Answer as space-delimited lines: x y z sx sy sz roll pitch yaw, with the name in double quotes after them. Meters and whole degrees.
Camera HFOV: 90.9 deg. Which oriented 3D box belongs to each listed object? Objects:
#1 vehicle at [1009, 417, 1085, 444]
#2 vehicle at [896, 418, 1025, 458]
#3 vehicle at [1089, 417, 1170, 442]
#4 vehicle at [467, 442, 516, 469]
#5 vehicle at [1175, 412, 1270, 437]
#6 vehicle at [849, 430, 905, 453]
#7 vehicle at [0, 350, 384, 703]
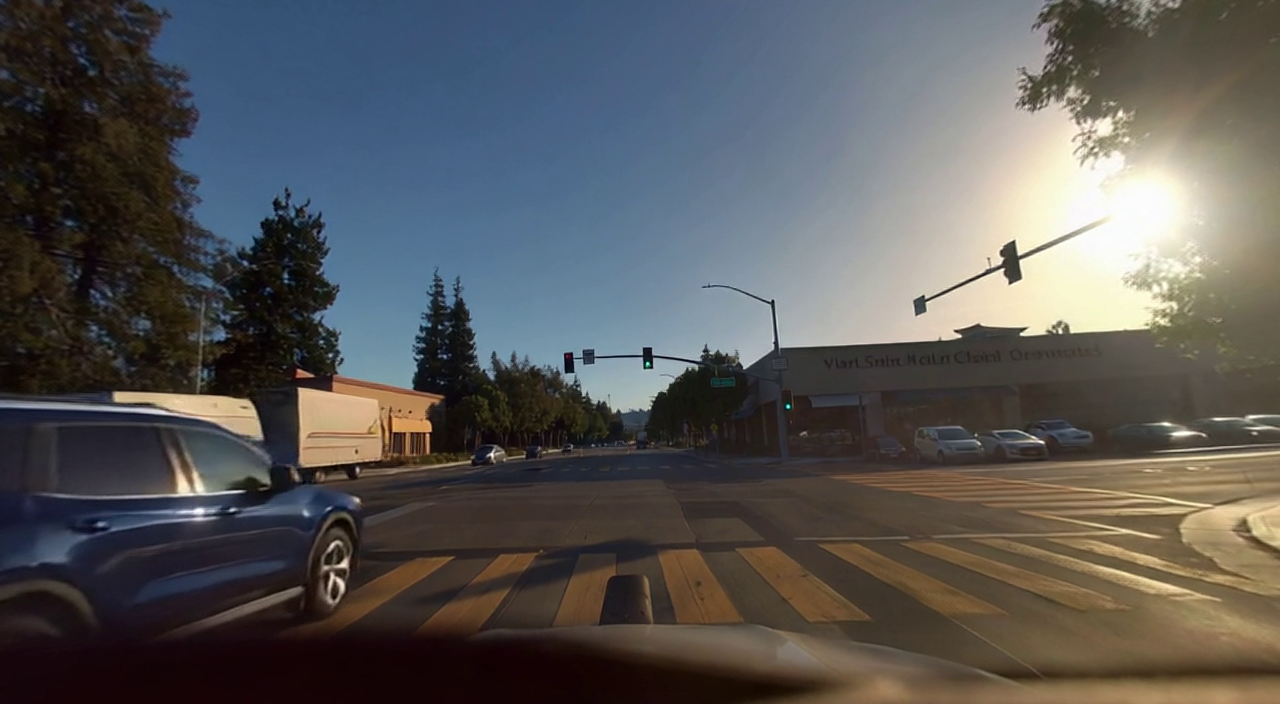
26.312 5.153 40.966 2.011 1.656 4.163 0 -8 -3 "vehicle"
13.978 3.775 27.677 4.566 1.670 2.000 0 -8 -2 "vehicle"
31.345 5.003 40.524 1.823 1.480 4.003 0 -8 -4 "vehicle"
-9.272 6.481 39.701 2.026 1.616 4.199 0 -8 1 "vehicle"
38.418 4.816 41.724 1.715 1.480 4.701 0 -8 -1 "vehicle"
17.274 6.545 46.028 3.329 1.415 1.821 -5 -9 2 "vehicle"
-3.404 1.023 3.698 1.934 1.649 4.490 0 -8 0 "vehicle"
